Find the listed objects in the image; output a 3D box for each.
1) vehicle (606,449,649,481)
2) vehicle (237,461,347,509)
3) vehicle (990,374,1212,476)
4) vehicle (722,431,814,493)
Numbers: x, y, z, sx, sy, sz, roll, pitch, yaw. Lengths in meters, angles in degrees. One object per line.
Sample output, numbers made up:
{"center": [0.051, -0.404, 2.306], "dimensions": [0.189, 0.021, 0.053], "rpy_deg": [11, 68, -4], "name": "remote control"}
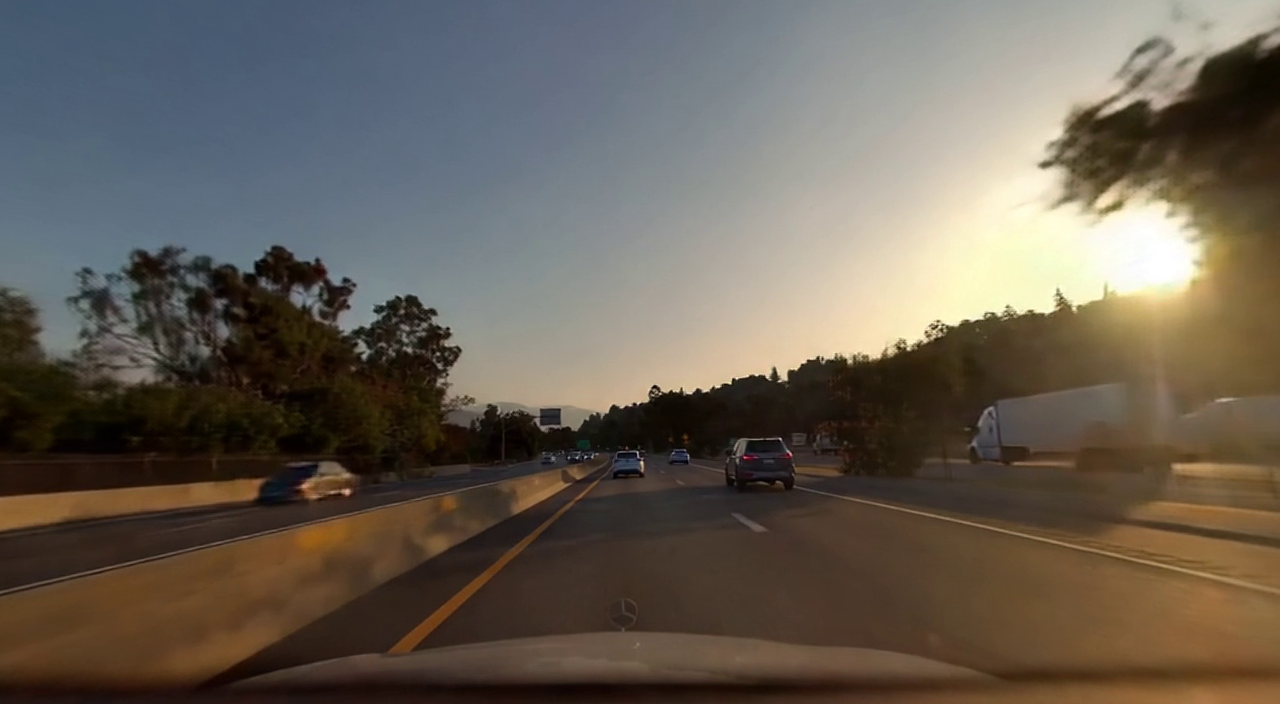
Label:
{"center": [-0.600, 5.689, 31.744], "dimensions": [2.029, 1.483, 3.769], "rpy_deg": [0, -9, 0], "name": "vehicle"}
{"center": [-12.891, 4.904, 23.529], "dimensions": [1.844, 1.542, 4.013], "rpy_deg": [0, -9, 0], "name": "vehicle"}
{"center": [22.407, 4.019, 32.191], "dimensions": [2.890, 4.108, 13.635], "rpy_deg": [-2, -9, 8], "name": "vehicle"}
{"center": [4.452, 3.947, 22.741], "dimensions": [2.261, 1.952, 4.784], "rpy_deg": [0, -9, -1], "name": "vehicle"}
